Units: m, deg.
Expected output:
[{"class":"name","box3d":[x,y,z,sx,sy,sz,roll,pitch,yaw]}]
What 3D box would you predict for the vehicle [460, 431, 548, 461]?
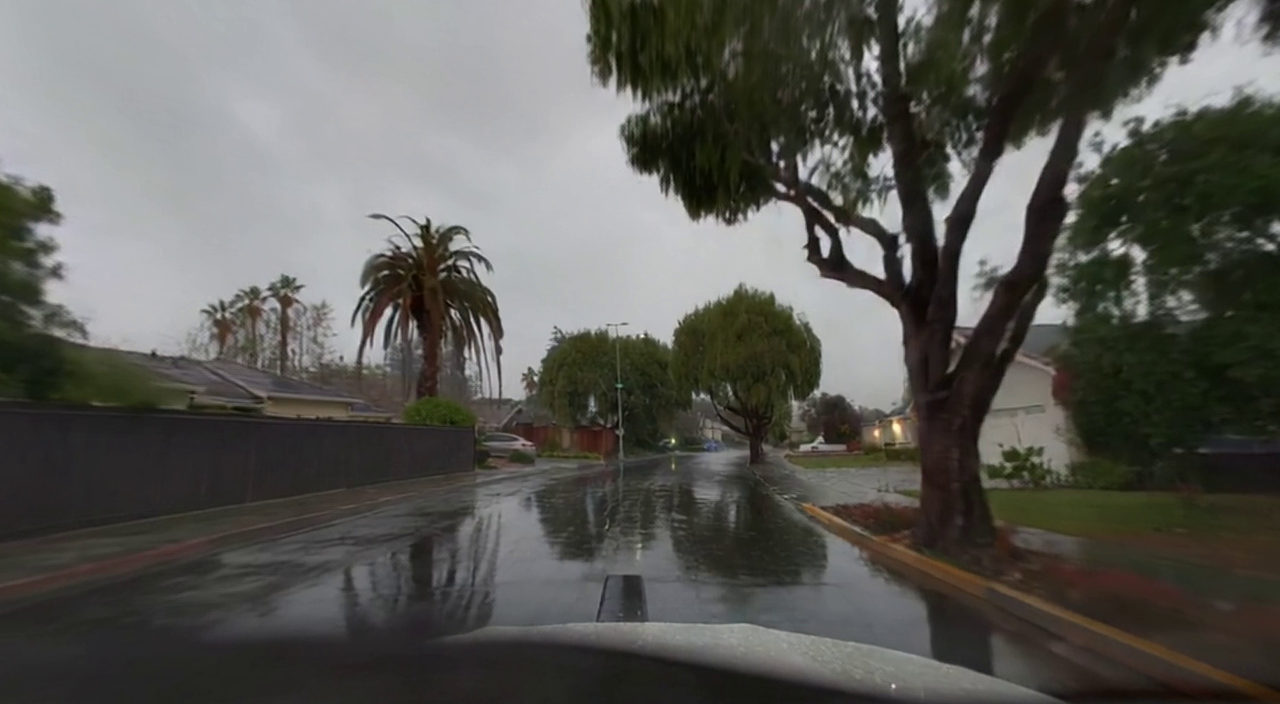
[{"class":"vehicle","box3d":[-9.293,6.433,43.426,5.497,1.983,2.191,-1,-8,6]}]
